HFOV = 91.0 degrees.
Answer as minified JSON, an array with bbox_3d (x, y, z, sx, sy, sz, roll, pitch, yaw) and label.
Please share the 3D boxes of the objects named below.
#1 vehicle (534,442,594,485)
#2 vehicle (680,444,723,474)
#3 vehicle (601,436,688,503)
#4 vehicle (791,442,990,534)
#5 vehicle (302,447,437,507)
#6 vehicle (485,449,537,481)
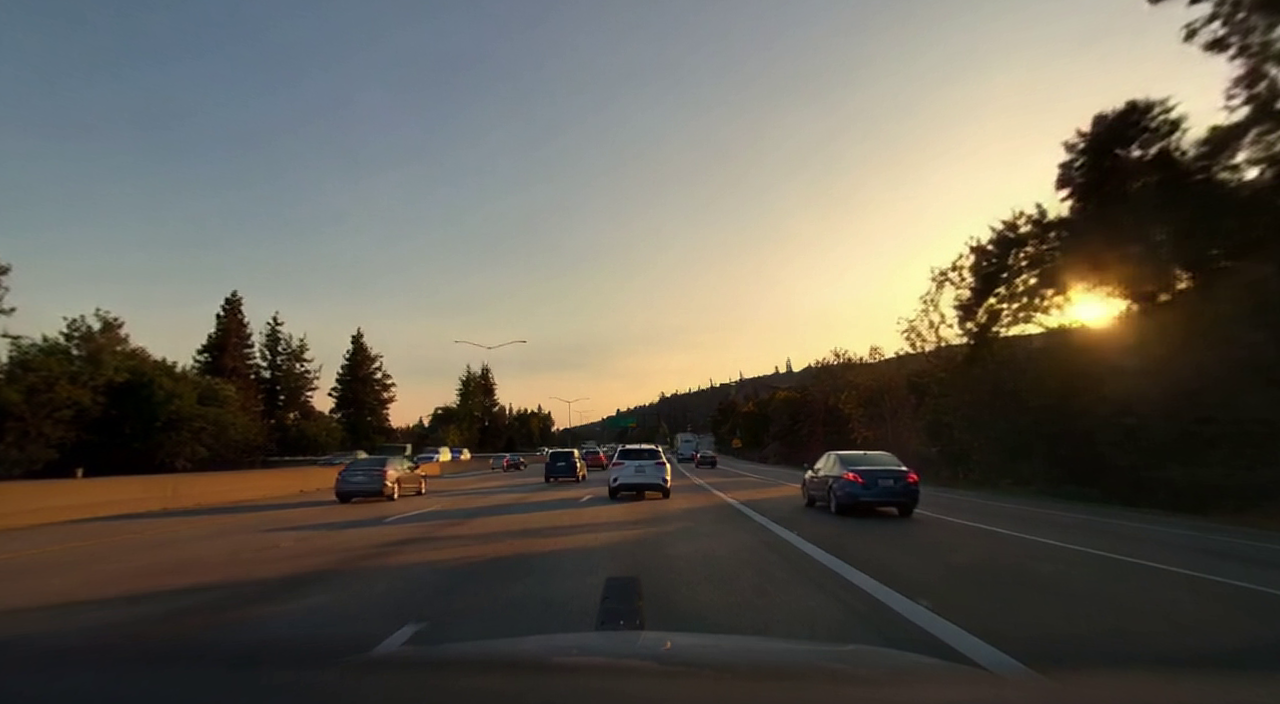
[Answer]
[{"bbox_3d":[-3.365,5.026,28.776,2.142,1.808,4.266,0,-9,1],"label":"vehicle"},{"bbox_3d":[3.965,6.980,41.336,2.175,1.830,5.173,0,-9,-1],"label":"vehicle"},{"bbox_3d":[0.151,3.350,18.395,2.223,1.722,4.177,0,-9,1],"label":"vehicle"},{"bbox_3d":[4.625,2.554,12.575,2.006,1.474,4.669,0,-9,0],"label":"vehicle"},{"bbox_3d":[-7.698,3.561,18.479,1.927,1.514,4.474,0,-9,1],"label":"vehicle"},{"bbox_3d":[-7.063,6.196,34.785,1.931,1.617,4.060,0,-9,1],"label":"vehicle"}]
